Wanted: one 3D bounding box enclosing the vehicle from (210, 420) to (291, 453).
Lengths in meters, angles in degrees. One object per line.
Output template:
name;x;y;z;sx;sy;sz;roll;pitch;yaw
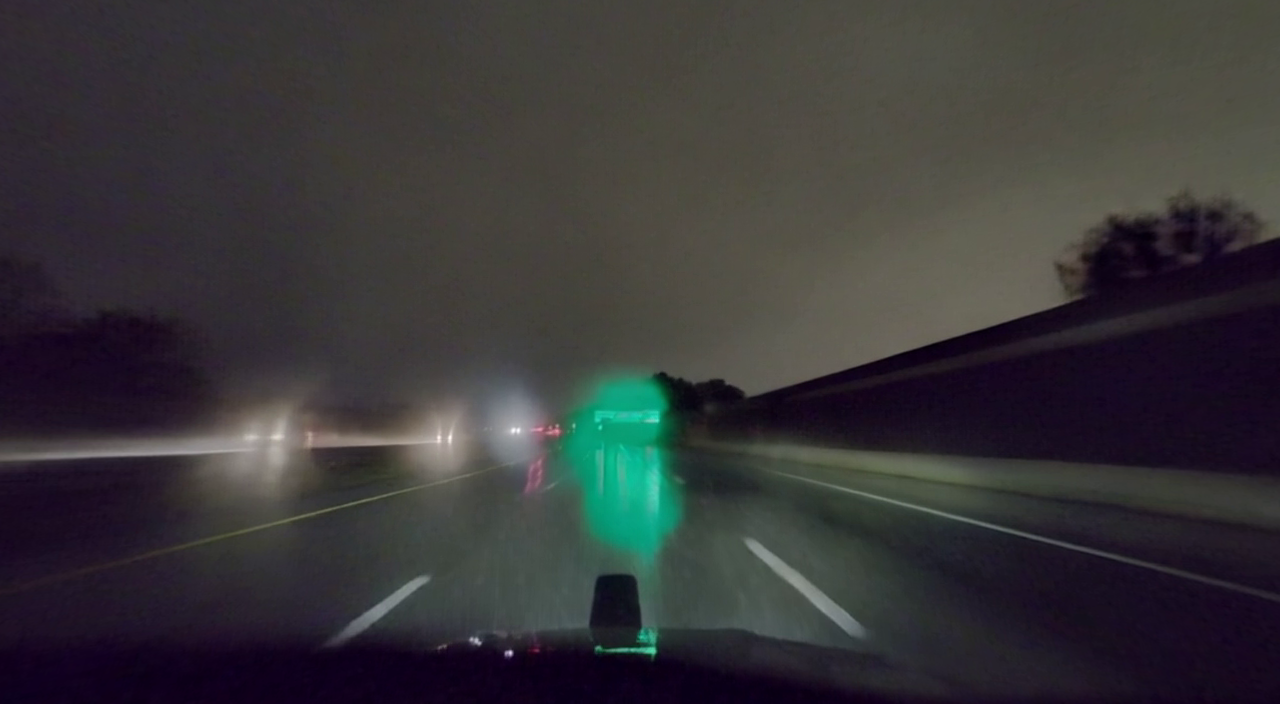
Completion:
vehicle;-24.313;5.302;39.599;2.032;1.913;4.787;0;-8;-1
